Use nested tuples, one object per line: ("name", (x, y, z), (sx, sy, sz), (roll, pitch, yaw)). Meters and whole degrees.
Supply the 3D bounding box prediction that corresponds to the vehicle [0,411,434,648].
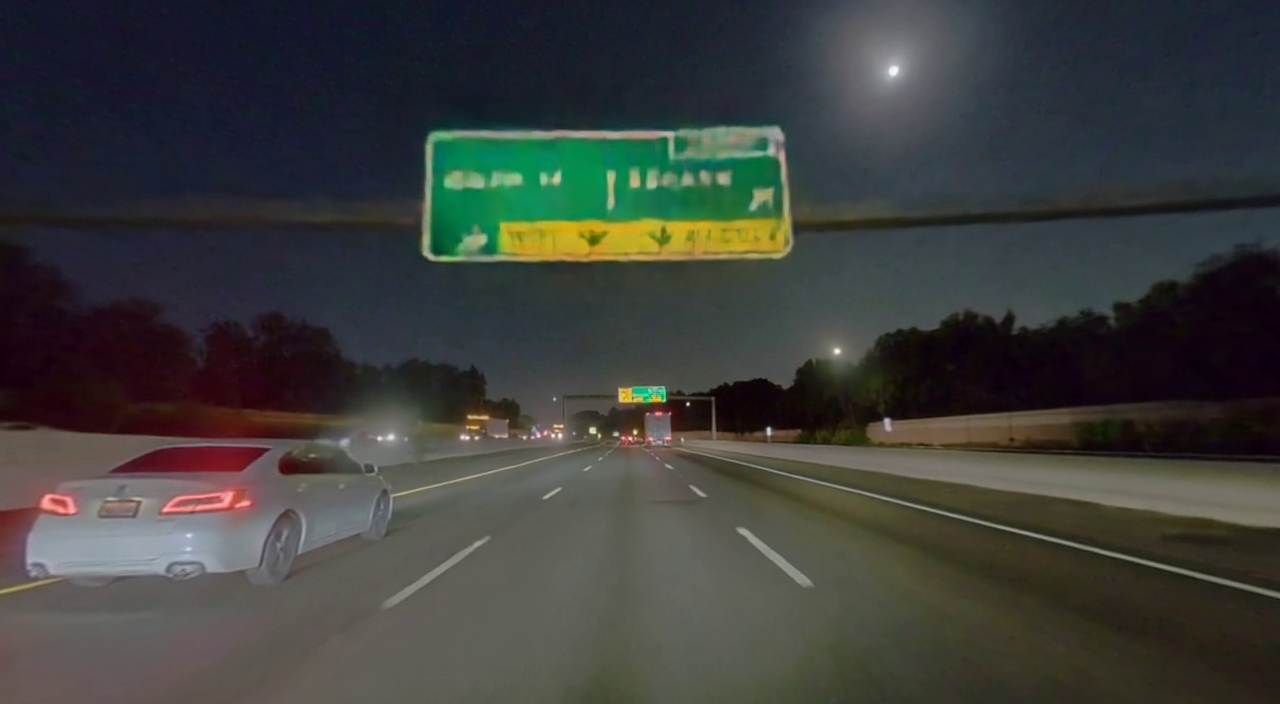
("vehicle", (-3.712, 1.389, 6.139), (1.971, 1.444, 4.401), (0, -8, -1))
